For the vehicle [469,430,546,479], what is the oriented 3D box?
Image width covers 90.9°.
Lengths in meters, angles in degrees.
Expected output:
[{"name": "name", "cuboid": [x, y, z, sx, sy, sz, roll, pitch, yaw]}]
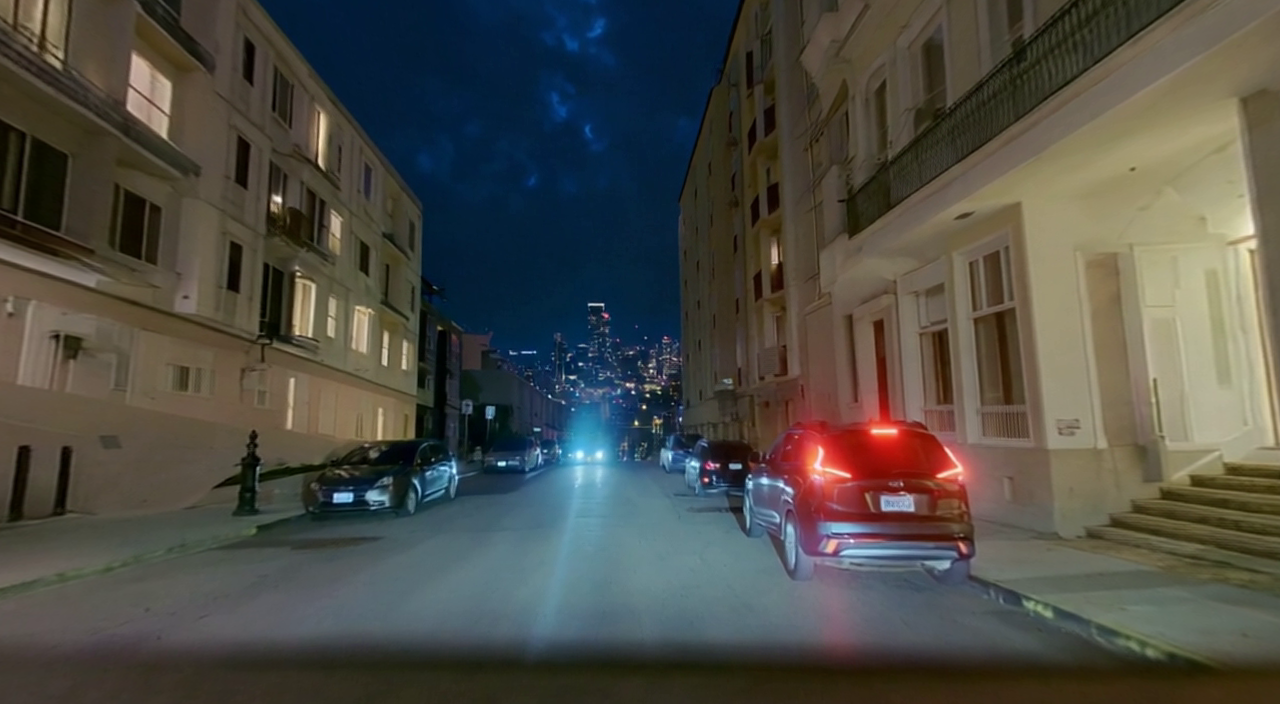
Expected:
[{"name": "vehicle", "cuboid": [-4.830, 3.809, 23.480, 1.942, 1.521, 3.761, 5, -9, 0]}]

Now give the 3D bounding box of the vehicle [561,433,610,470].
[{"name": "vehicle", "cuboid": [-2.375, 4.414, 28.179, 1.845, 1.544, 3.388, 0, -8, 0]}]

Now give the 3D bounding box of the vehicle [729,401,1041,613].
[{"name": "vehicle", "cuboid": [2.245, 1.506, 7.073, 1.839, 1.678, 3.918, 0, -8, -1]}]

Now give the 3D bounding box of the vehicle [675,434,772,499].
[{"name": "vehicle", "cuboid": [1.998, 2.871, 16.337, 1.786, 1.447, 4.314, 0, -8, -2]}]

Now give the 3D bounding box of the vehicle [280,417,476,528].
[{"name": "vehicle", "cuboid": [-4.549, 2.189, 11.800, 1.883, 1.499, 4.426, 6, -10, -3]}]
